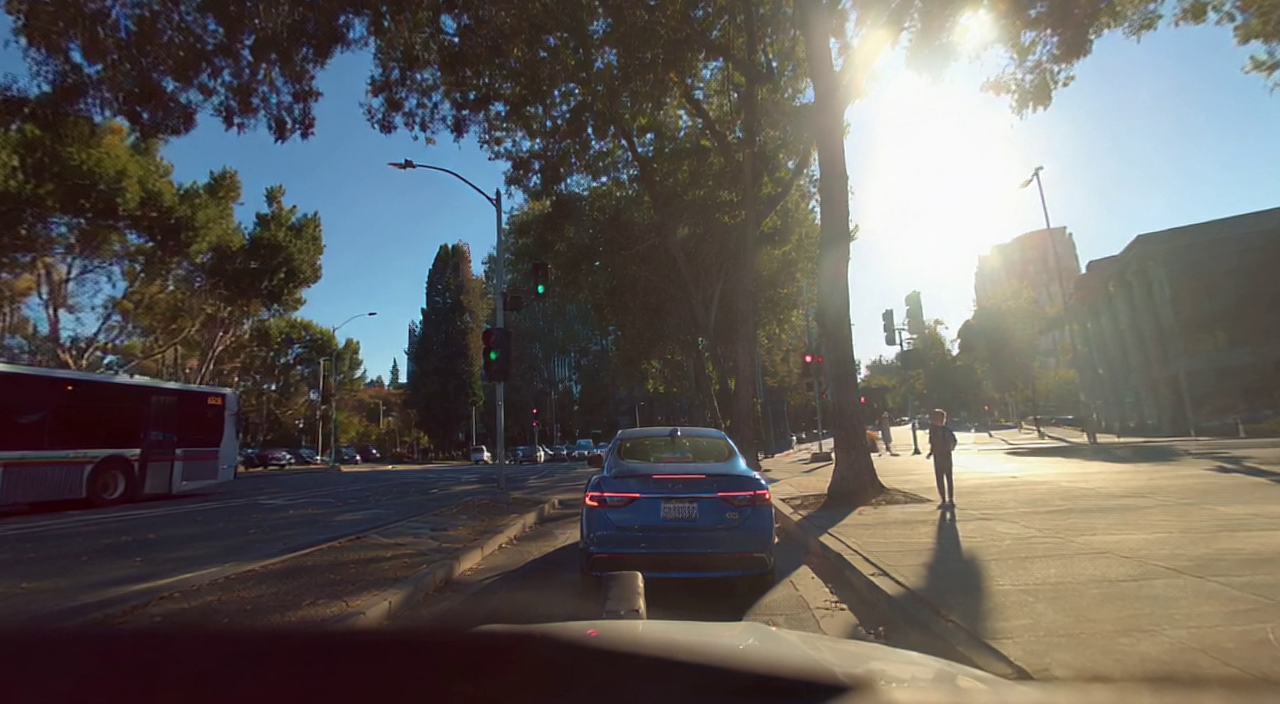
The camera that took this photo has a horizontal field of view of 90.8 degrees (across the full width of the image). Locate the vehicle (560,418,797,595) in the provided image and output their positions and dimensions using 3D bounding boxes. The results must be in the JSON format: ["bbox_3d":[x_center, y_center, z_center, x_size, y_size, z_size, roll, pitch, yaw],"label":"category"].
[{"bbox_3d":[0.371,1.615,7.407,2.035,1.499,3.799,0,-8,1],"label":"vehicle"}]
